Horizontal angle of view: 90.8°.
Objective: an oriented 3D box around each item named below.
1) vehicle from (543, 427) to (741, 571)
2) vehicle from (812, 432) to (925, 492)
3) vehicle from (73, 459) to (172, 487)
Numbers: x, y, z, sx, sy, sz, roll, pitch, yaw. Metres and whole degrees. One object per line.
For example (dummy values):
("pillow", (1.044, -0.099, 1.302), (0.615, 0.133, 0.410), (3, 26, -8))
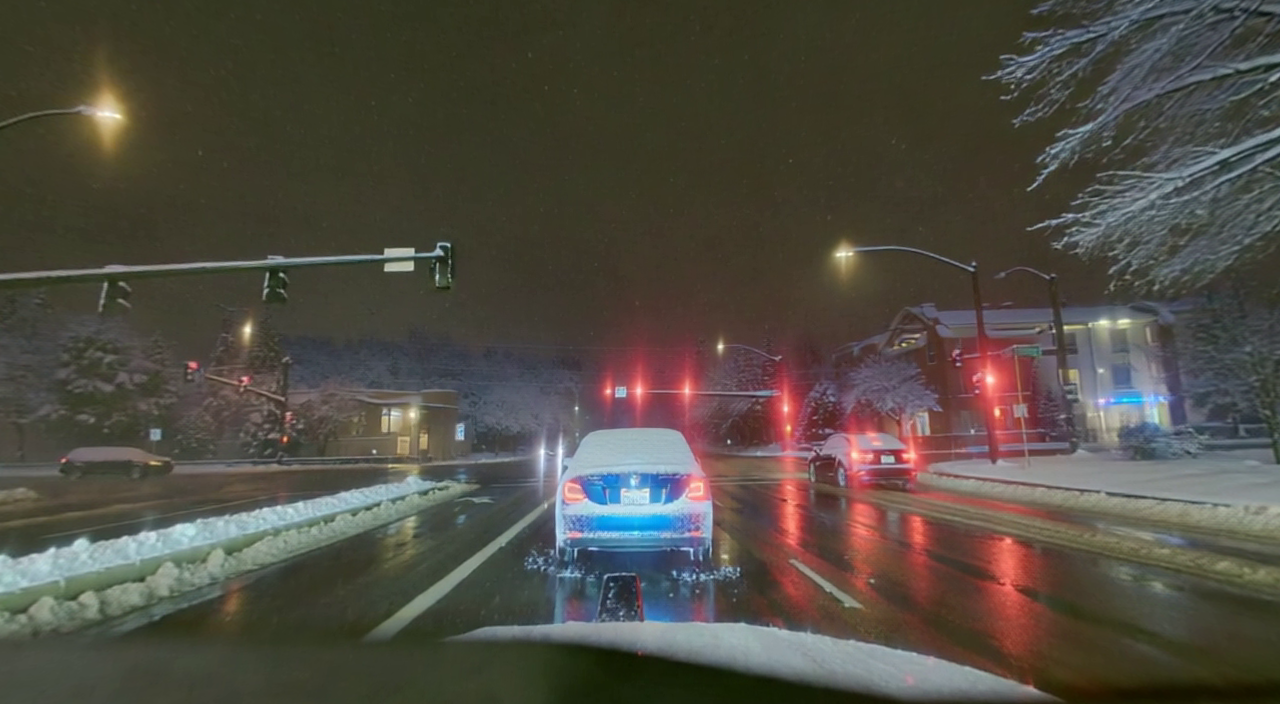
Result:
("vehicle", (-0.033, 1.860, 8.796), (2.070, 1.488, 4.206), (0, -8, -2))
("vehicle", (7.049, 3.436, 20.067), (2.039, 1.692, 4.319), (0, -8, 1))
("vehicle", (-32.397, 7.550, 39.625), (4.401, 1.625, 1.863), (0, -8, -4))
